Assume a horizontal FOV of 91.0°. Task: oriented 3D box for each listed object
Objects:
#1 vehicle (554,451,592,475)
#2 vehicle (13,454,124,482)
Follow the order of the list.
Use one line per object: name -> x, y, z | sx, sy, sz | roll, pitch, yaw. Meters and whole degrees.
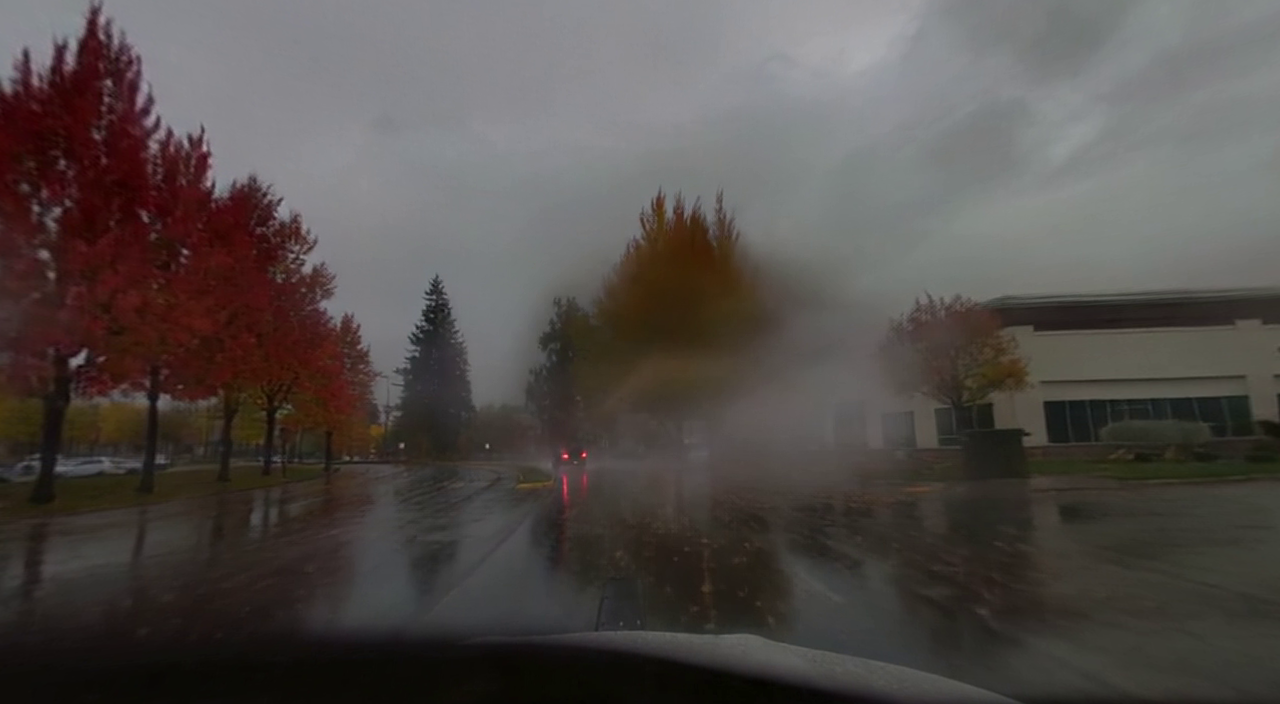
vehicle -> -4.646, 7.558, 43.225 | 2.018, 1.512, 4.304 | 2, -9, -14
vehicle -> -36.771, 7.457, 40.668 | 4.807, 1.665, 2.045 | 2, -9, -10
